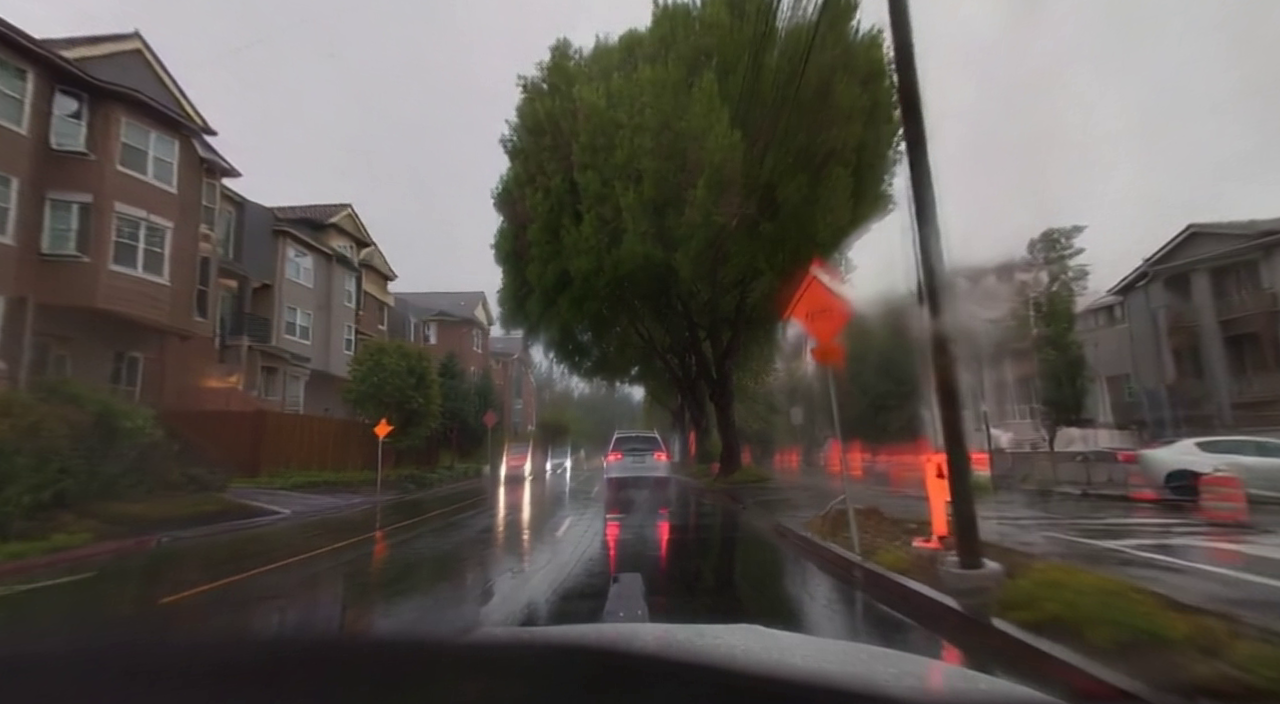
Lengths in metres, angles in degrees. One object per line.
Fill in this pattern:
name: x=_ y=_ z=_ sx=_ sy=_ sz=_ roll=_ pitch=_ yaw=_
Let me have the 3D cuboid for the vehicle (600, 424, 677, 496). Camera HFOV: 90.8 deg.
vehicle: x=-0.064 y=3.445 z=20.480 sx=2.169 sy=2.015 sz=5.206 roll=0 pitch=-9 yaw=0

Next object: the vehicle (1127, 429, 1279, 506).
vehicle: x=13.169 y=2.336 z=12.957 sx=4.567 sy=1.448 sz=1.890 roll=-1 pitch=-9 yaw=8

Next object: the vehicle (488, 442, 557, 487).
vehicle: x=-6.096 y=5.898 z=33.585 sx=2.502 sy=2.163 sz=5.833 roll=0 pitch=-9 yaw=0
